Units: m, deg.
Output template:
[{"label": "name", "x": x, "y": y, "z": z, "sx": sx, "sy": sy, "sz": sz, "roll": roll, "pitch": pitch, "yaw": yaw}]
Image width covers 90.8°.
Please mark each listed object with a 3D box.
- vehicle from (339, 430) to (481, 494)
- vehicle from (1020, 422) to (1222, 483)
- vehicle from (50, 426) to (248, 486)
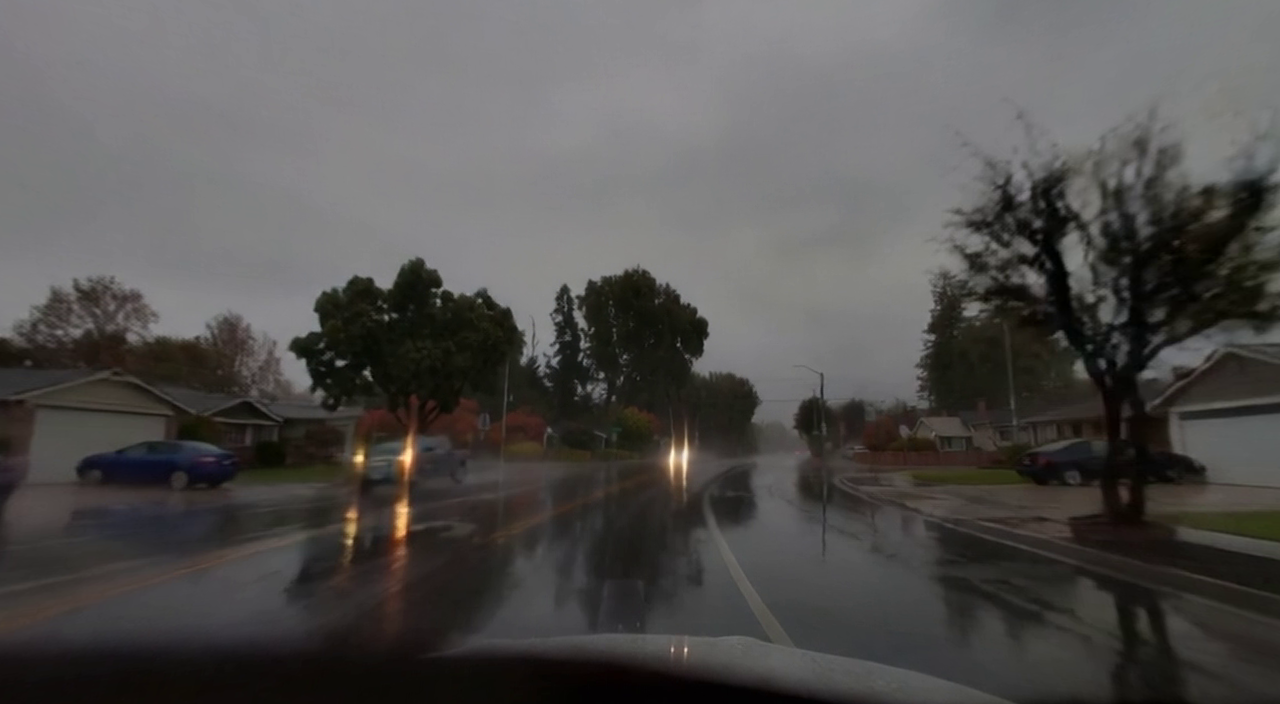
[{"label": "vehicle", "x": -7.858, "y": 3.829, "z": 22.418, "sx": 2.272, "sy": 1.920, "sz": 5.737, "roll": -1, "pitch": -9, "yaw": 8}, {"label": "vehicle", "x": 16.787, "y": 3.606, "z": 22.410, "sx": 5.073, "sy": 1.729, "sz": 2.161, "roll": -6, "pitch": -11, "yaw": 15}, {"label": "vehicle", "x": -18.052, "y": 3.883, "z": 23.369, "sx": 6.010, "sy": 1.935, "sz": 2.255, "roll": -3, "pitch": -10, "yaw": 11}]
